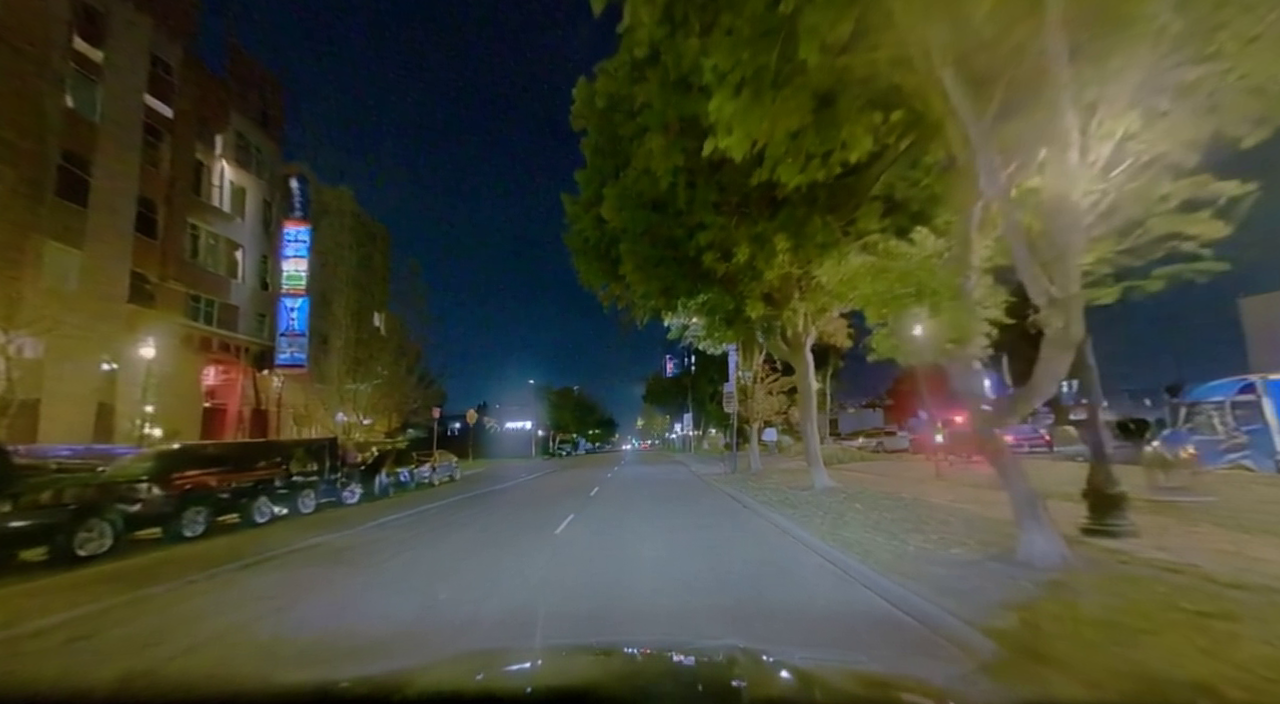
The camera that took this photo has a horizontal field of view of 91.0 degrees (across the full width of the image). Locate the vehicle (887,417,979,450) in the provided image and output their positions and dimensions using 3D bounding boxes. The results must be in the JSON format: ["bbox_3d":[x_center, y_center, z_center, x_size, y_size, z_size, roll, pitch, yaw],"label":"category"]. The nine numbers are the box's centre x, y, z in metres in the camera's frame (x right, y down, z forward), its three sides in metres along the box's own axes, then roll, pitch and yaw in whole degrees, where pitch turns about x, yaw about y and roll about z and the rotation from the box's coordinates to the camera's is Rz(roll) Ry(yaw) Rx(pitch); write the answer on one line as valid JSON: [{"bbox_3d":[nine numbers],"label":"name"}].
[{"bbox_3d":[17.543,4.898,37.893,4.625,1.729,2.048,-4,-5,16],"label":"vehicle"}]

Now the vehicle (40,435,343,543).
[{"bbox_3d":[-8.789,2.662,12.701,4.585,1.758,2.050,7,-15,-40],"label":"vehicle"}]

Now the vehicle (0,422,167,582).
[{"bbox_3d":[-9.314,1.969,8.477,4.530,2.013,2.035,6,-11,-37],"label":"vehicle"}]

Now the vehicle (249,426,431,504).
[{"bbox_3d":[-9.269,3.456,19.737,4.607,2.118,2.095,8,-12,-44],"label":"vehicle"}]

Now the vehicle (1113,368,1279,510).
[{"bbox_3d":[11.082,1.093,9.946,5.453,1.794,2.011,-7,-6,-1],"label":"vehicle"}]
